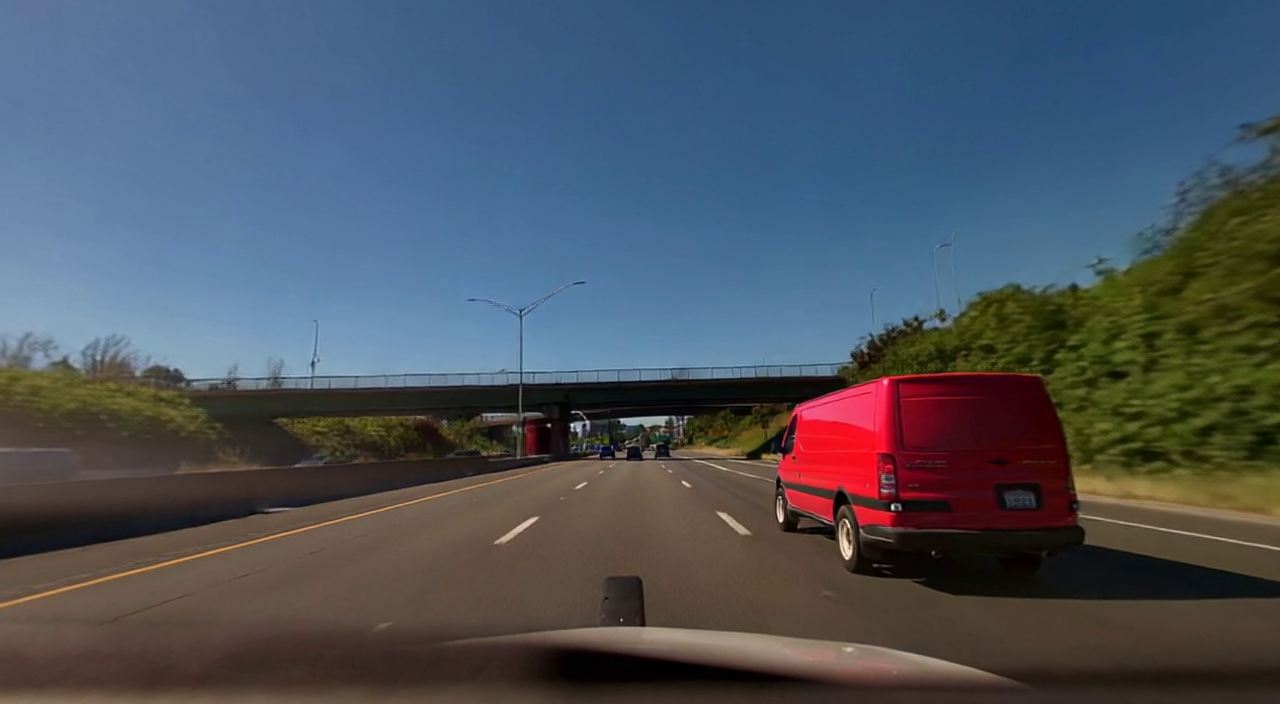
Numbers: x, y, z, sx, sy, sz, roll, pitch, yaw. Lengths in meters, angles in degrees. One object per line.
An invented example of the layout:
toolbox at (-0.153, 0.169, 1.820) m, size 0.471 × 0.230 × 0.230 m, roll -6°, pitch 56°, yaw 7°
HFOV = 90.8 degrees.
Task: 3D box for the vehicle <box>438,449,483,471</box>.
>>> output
vehicle at (-13.356, 8.059, 47.289) m, size 1.892 × 1.481 × 4.576 m, roll 0°, pitch -8°, yaw 1°

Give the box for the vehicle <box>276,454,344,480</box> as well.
vehicle at (-20.810, 7.274, 40.089) m, size 1.859 × 1.475 × 4.564 m, roll 0°, pitch -8°, yaw 0°
